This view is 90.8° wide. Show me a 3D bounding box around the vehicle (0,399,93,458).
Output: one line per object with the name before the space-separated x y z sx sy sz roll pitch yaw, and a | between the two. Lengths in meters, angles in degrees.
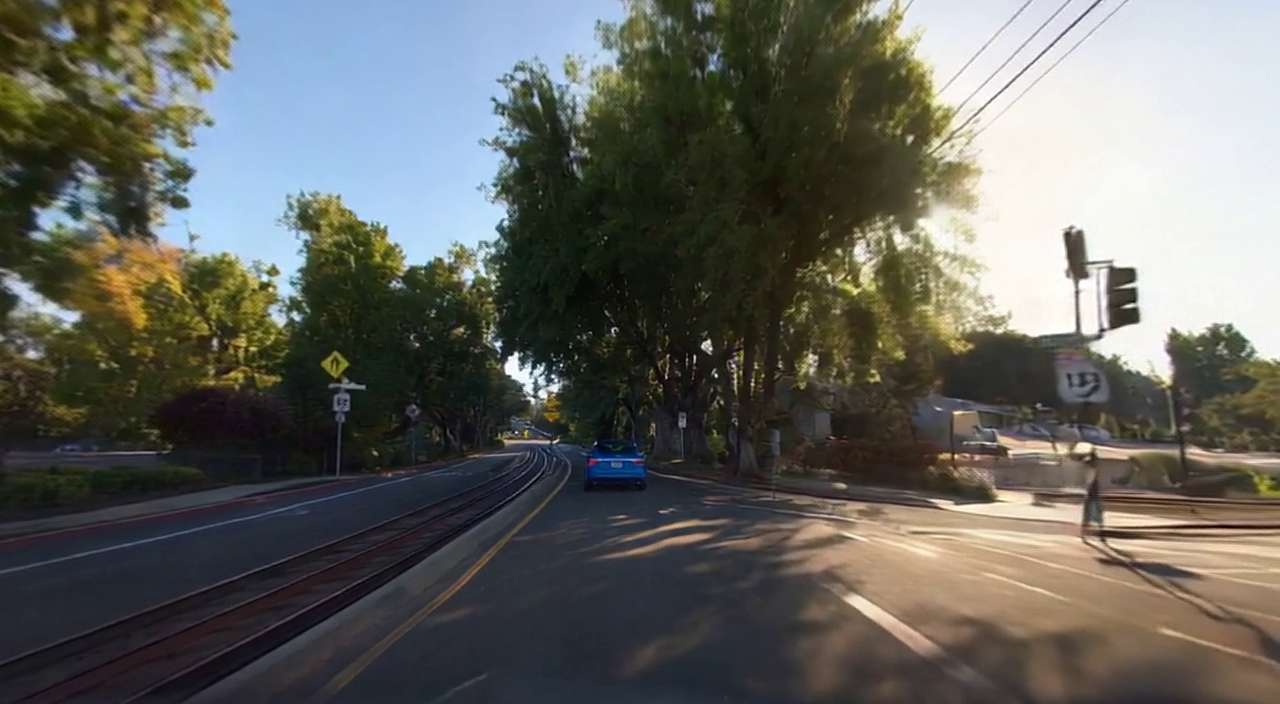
vehicle | -32.146 4.076 33.039 2.983 2.816 7.042 3 -9 -21

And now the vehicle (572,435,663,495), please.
vehicle | -0.761 3.180 18.175 2.295 1.510 4.364 1 -8 -5
